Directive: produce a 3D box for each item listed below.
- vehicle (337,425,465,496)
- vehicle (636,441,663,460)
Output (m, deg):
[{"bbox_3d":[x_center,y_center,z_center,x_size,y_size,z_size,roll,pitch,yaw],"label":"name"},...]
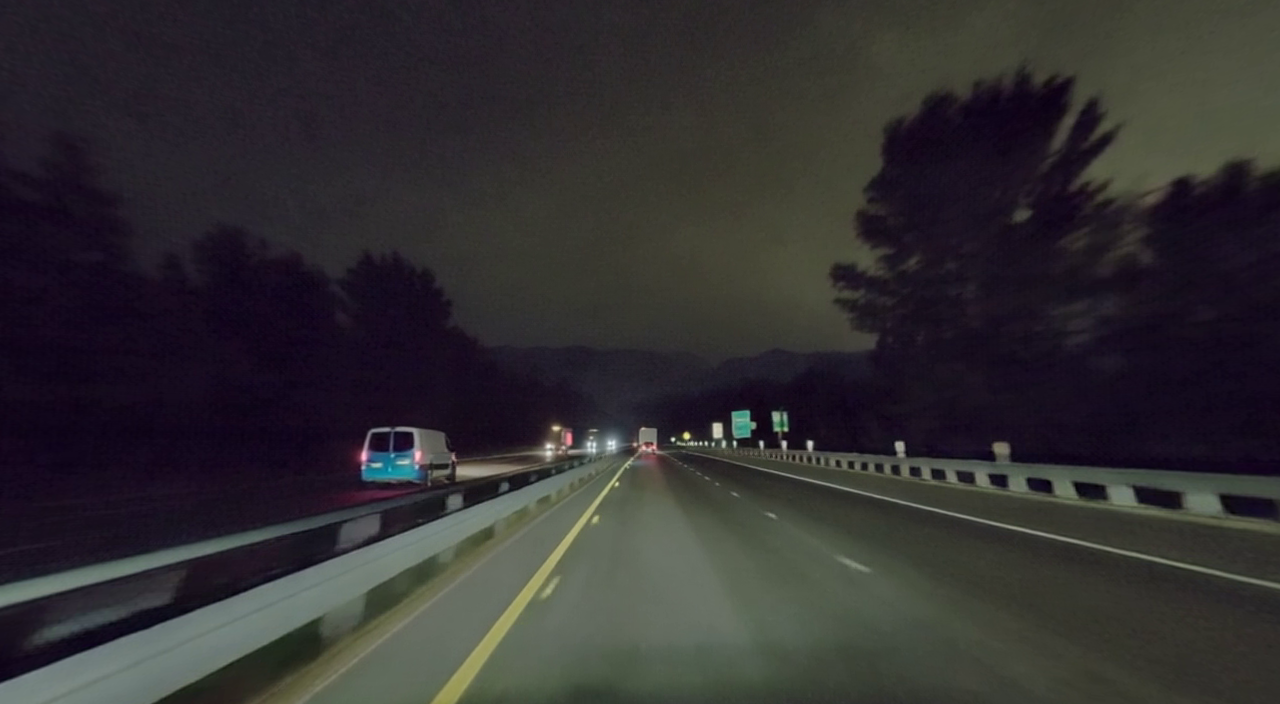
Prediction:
[{"bbox_3d":[-7.087,3.256,19.239,2.068,1.897,4.372,0,-8,1],"label":"vehicle"},{"bbox_3d":[0.734,7.709,49.343,2.061,1.469,3.782,0,-8,1],"label":"vehicle"}]
